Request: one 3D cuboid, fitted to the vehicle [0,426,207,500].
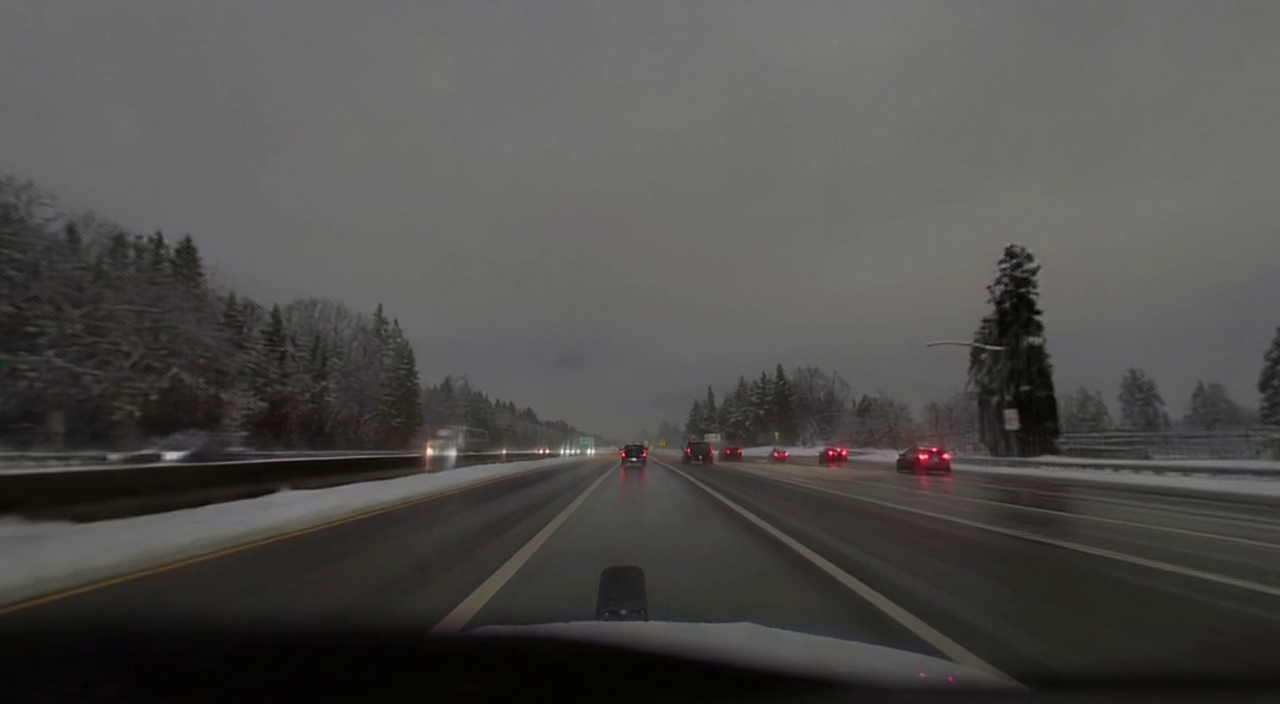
[{"bbox_3d":[-14.534,2.949,17.156,2.122,1.708,4.690,0,-8,0],"label":"vehicle"}]

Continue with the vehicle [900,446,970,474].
[{"bbox_3d":[16.357,5.981,35.187,1.872,1.459,4.502,0,-8,2],"label":"vehicle"}]

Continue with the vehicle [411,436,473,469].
[{"bbox_3d":[-11.079,5.656,35.683,2.050,1.712,4.548,0,-8,0],"label":"vehicle"}]

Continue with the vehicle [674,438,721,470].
[{"bbox_3d":[3.747,6.807,42.254,2.505,2.020,5.532,0,-9,-1],"label":"vehicle"}]

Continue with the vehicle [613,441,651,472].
[{"bbox_3d":[-0.444,6.092,36.925,2.105,1.711,4.293,0,-8,0],"label":"vehicle"}]
